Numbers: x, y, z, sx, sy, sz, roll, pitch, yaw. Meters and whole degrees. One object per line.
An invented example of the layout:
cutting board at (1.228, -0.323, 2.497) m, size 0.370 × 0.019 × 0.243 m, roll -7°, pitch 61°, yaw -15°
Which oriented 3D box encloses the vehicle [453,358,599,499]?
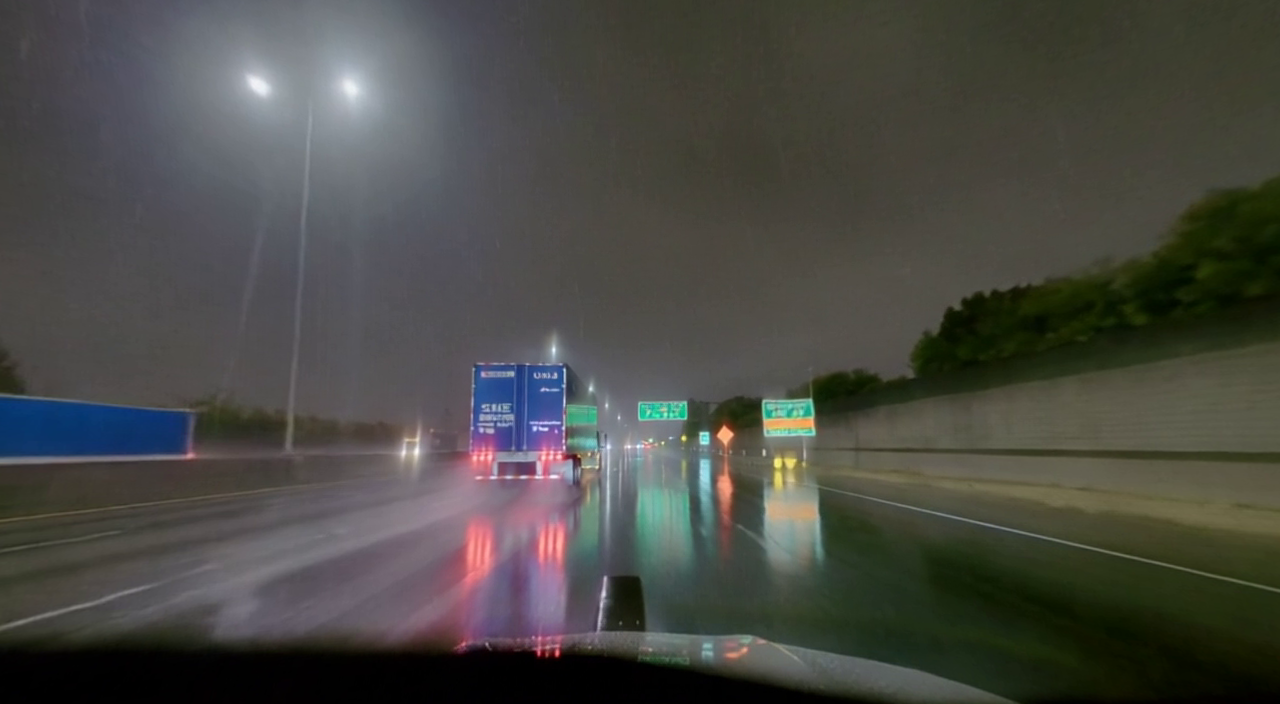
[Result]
vehicle at (-3.566, 2.964, 23.306) m, size 3.059 × 3.956 × 11.036 m, roll 0°, pitch -9°, yaw 1°

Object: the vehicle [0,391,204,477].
vehicle at (-31.610, 4.659, 34.853) m, size 2.898 × 4.019 × 16.896 m, roll 0°, pitch -9°, yaw 0°
